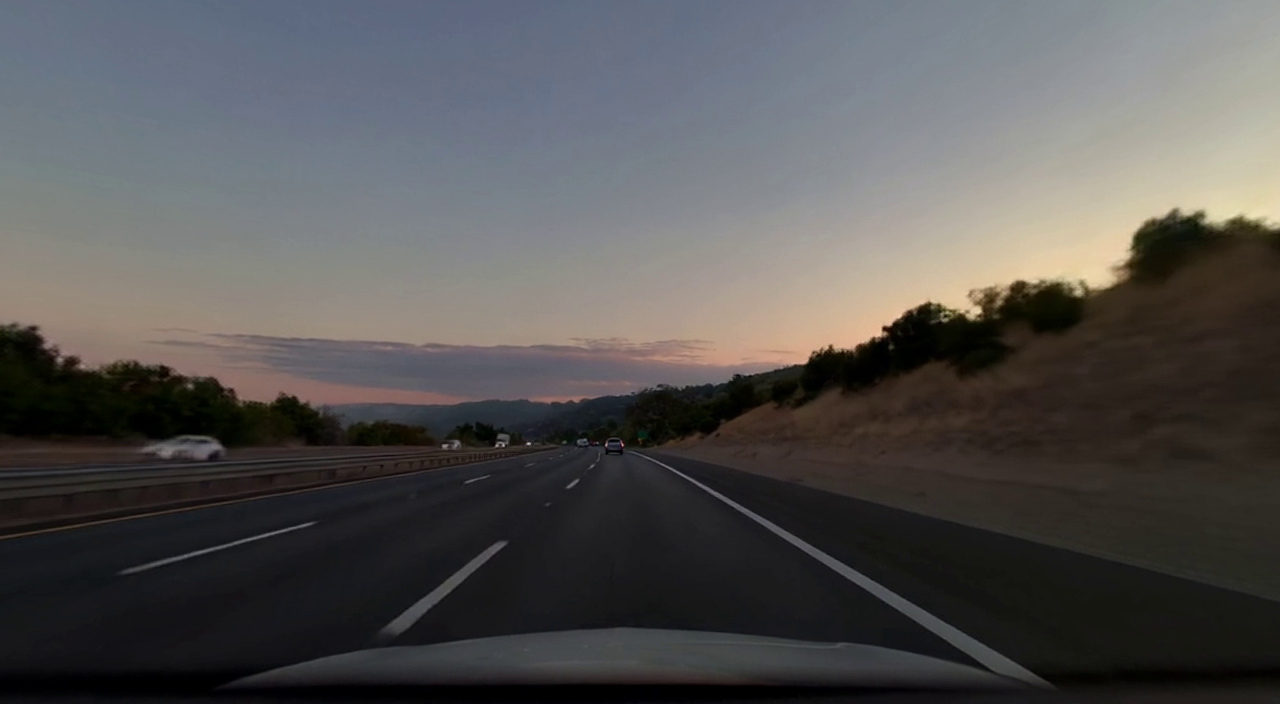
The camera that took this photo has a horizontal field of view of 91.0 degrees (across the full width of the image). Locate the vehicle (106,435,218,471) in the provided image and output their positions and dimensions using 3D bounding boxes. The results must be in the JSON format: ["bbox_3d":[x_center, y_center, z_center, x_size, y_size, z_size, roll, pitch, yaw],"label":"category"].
[{"bbox_3d":[-23.614,4.988,31.376,1.938,1.603,4.827,0,-8,-2],"label":"vehicle"}]
